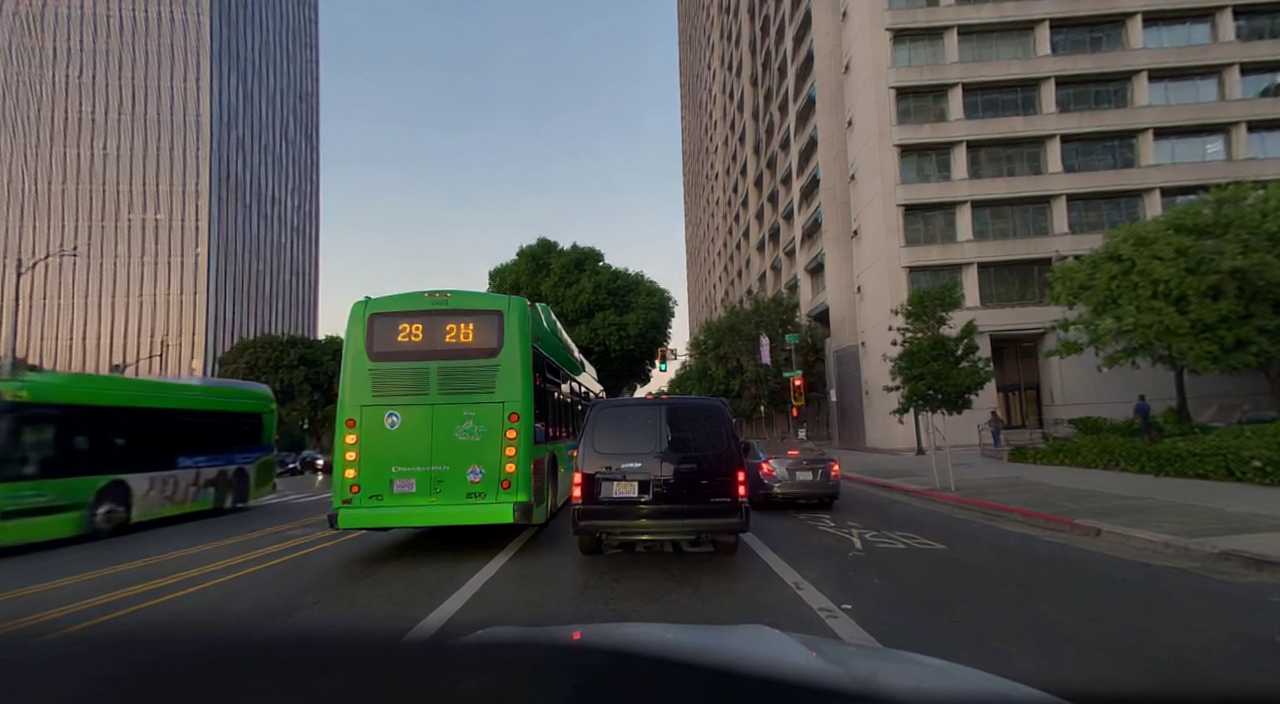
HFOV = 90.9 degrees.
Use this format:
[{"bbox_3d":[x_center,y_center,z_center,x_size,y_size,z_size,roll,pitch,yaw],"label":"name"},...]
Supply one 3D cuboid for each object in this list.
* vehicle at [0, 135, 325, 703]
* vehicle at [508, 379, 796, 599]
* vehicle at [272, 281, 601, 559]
[{"bbox_3d":[-2.740,0.319,0.183,2.329,2.089,5.659,0,-9,0],"label":"vehicle"},{"bbox_3d":[0.136,1.521,7.736,2.500,1.912,4.270,0,-9,1],"label":"vehicle"},{"bbox_3d":[-2.898,1.813,14.627,3.042,3.445,13.615,0,-9,0],"label":"vehicle"}]
